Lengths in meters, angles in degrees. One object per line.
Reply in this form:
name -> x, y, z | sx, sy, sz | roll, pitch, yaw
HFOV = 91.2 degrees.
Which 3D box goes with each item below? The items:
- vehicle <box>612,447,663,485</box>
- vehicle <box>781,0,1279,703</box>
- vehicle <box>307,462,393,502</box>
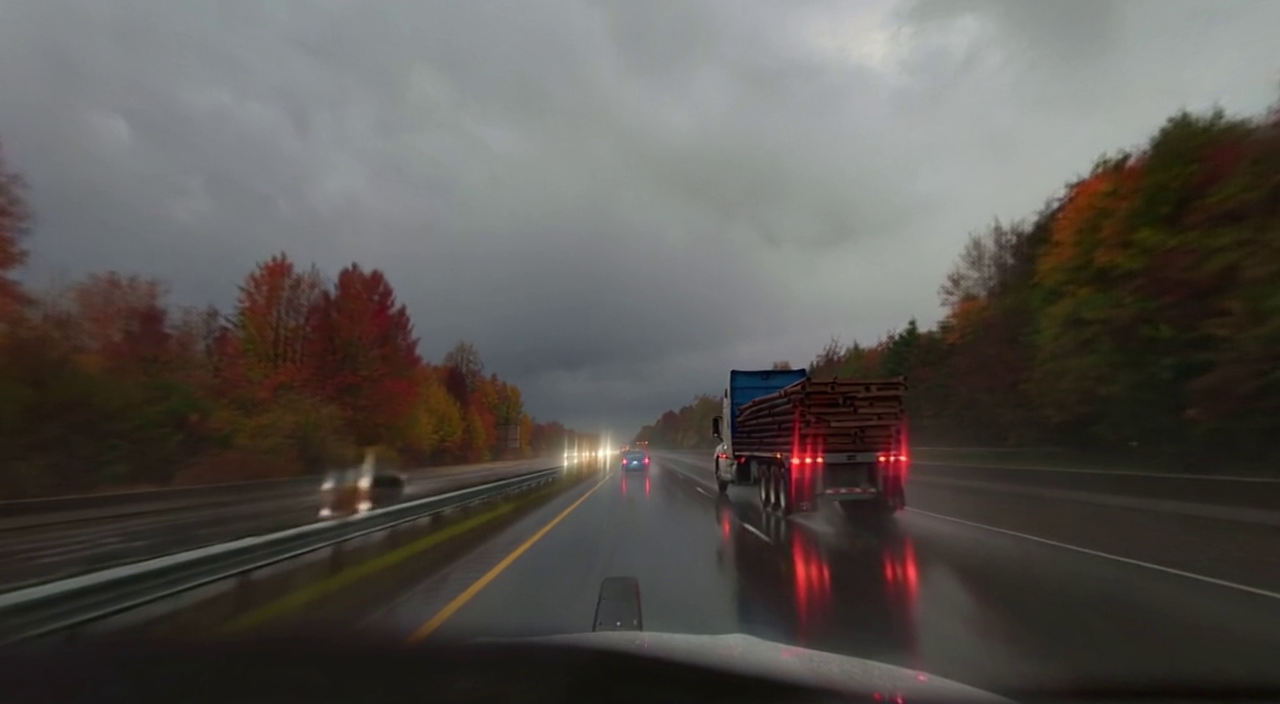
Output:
vehicle -> -0.105, 5.044, 28.031 | 2.099, 1.506, 4.097 | 0, -9, 0
vehicle -> 3.964, 0.320, 6.267 | 3.004, 3.923, 8.363 | 0, -9, -1
vehicle -> -12.392, 5.561, 27.048 | 1.810, 1.462, 3.899 | -1, -9, 0
